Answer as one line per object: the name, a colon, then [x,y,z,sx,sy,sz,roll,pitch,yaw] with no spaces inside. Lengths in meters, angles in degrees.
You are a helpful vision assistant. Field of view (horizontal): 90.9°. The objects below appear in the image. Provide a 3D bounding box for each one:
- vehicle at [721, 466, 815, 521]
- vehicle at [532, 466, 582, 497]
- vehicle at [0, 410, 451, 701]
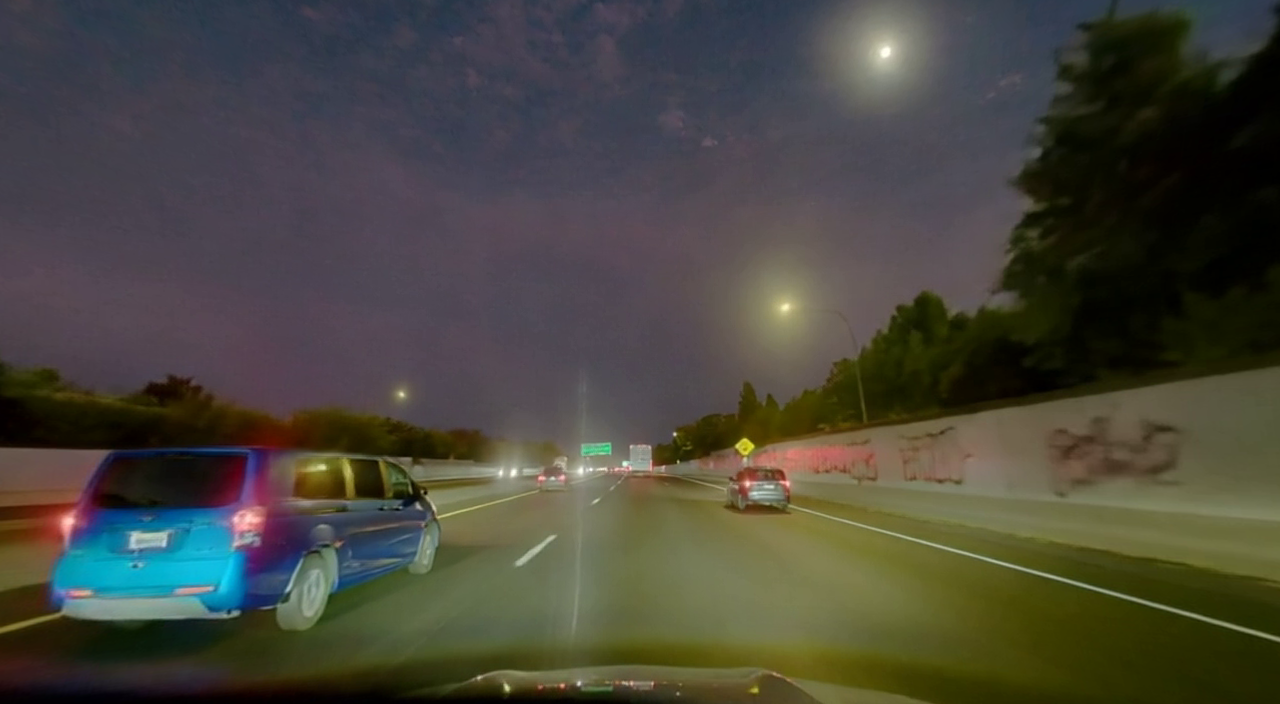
vehicle: [3.783,4.269,19.394,1.917,1.458,4.199,1,-11,-2]
vehicle: [-4.260,6.692,32.816,2.054,1.443,4.131,1,-11,-1]
vehicle: [-3.478,1.558,5.878,2.004,1.610,4.508,1,-11,0]
